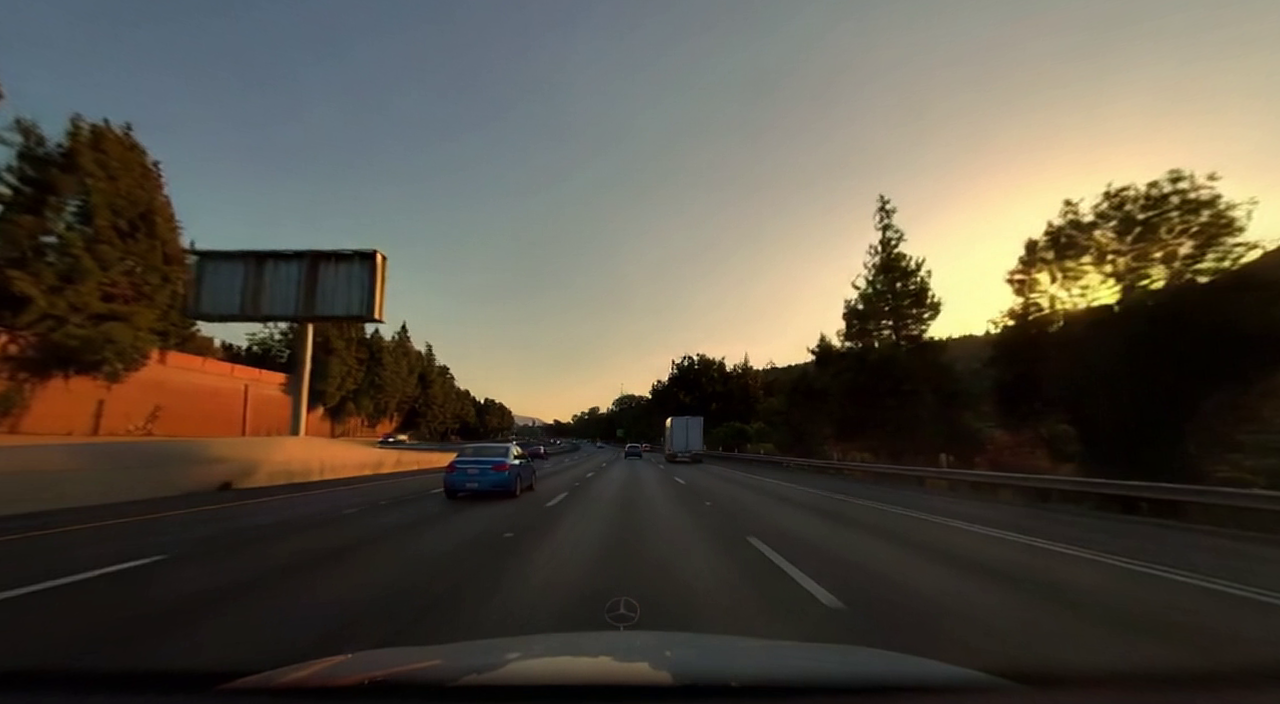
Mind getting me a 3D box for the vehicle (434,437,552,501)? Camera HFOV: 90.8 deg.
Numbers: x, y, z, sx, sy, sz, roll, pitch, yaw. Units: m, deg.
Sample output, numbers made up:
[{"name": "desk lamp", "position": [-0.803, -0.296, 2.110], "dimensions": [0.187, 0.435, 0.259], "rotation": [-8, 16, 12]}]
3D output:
[{"name": "vehicle", "position": [-3.770, 3.096, 17.090], "dimensions": [2.090, 1.487, 4.276], "rotation": [0, -9, 1]}]
